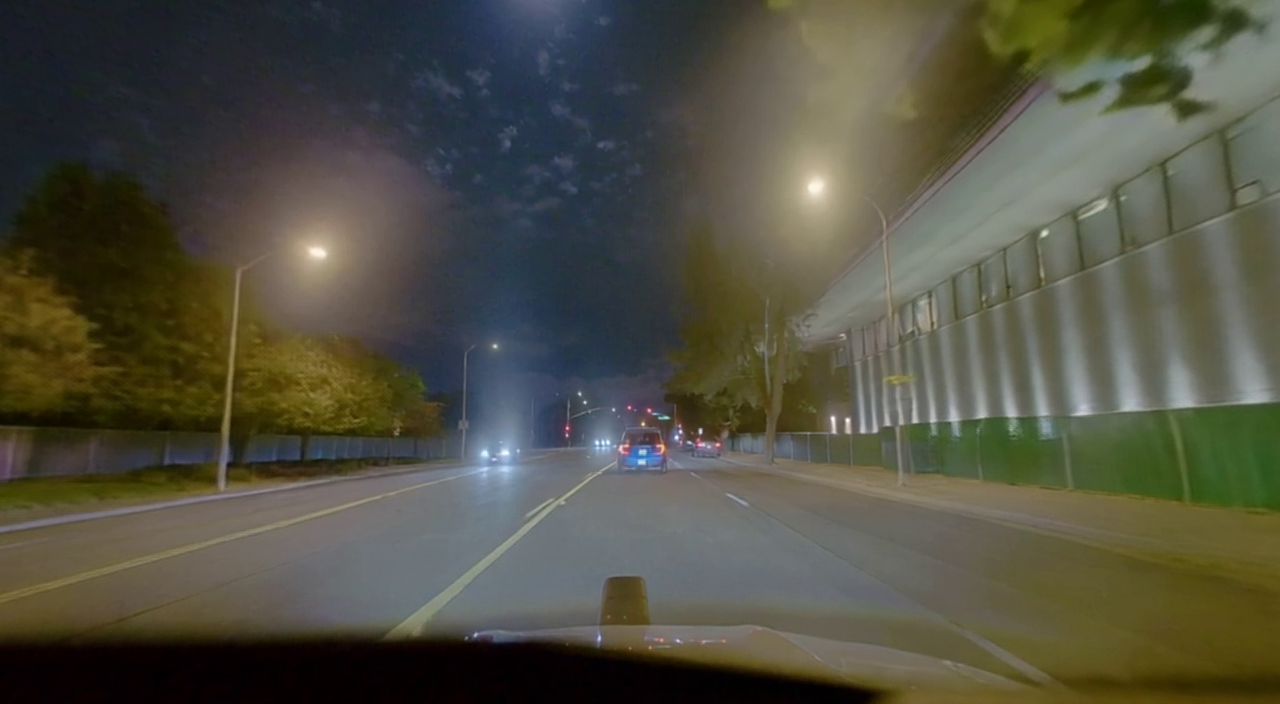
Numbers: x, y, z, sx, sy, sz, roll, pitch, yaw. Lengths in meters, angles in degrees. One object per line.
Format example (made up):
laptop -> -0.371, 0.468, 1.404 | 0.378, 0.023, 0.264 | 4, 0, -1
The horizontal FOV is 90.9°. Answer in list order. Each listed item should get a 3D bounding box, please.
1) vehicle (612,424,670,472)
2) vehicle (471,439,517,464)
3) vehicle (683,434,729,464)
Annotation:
vehicle -> 0.073, 4.267, 28.140 | 2.386, 1.947, 4.168 | 0, -8, 1
vehicle -> -9.431, 6.455, 41.030 | 2.028, 1.502, 4.646 | 0, -8, -2
vehicle -> 3.856, 5.802, 37.782 | 2.138, 1.699, 4.852 | 0, -8, -1
